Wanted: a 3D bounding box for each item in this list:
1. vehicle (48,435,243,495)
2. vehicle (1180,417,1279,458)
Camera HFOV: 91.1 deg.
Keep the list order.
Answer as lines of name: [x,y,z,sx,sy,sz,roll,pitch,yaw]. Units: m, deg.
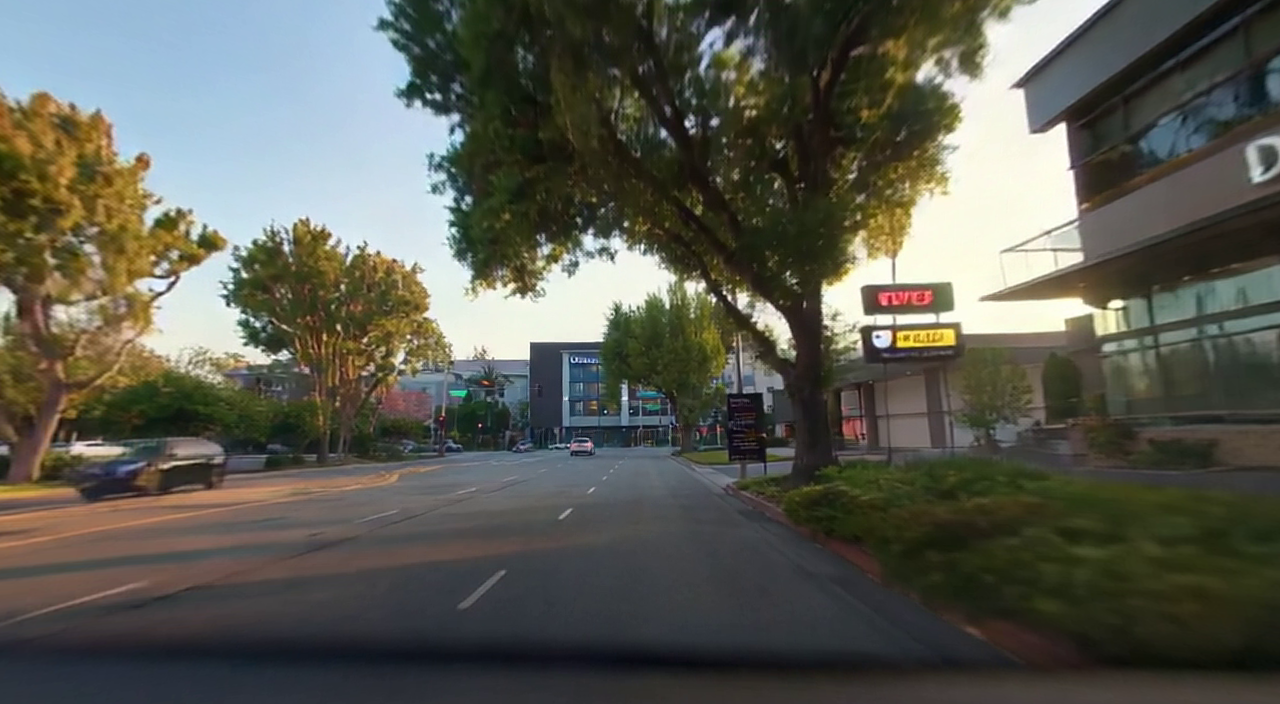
vehicle: [-17.127,3.910,22.289,2.221,1.832,5.572,0,-8,2]
vehicle: [25.267,3.501,25.598,4.649,1.611,1.945,0,-8,0]
